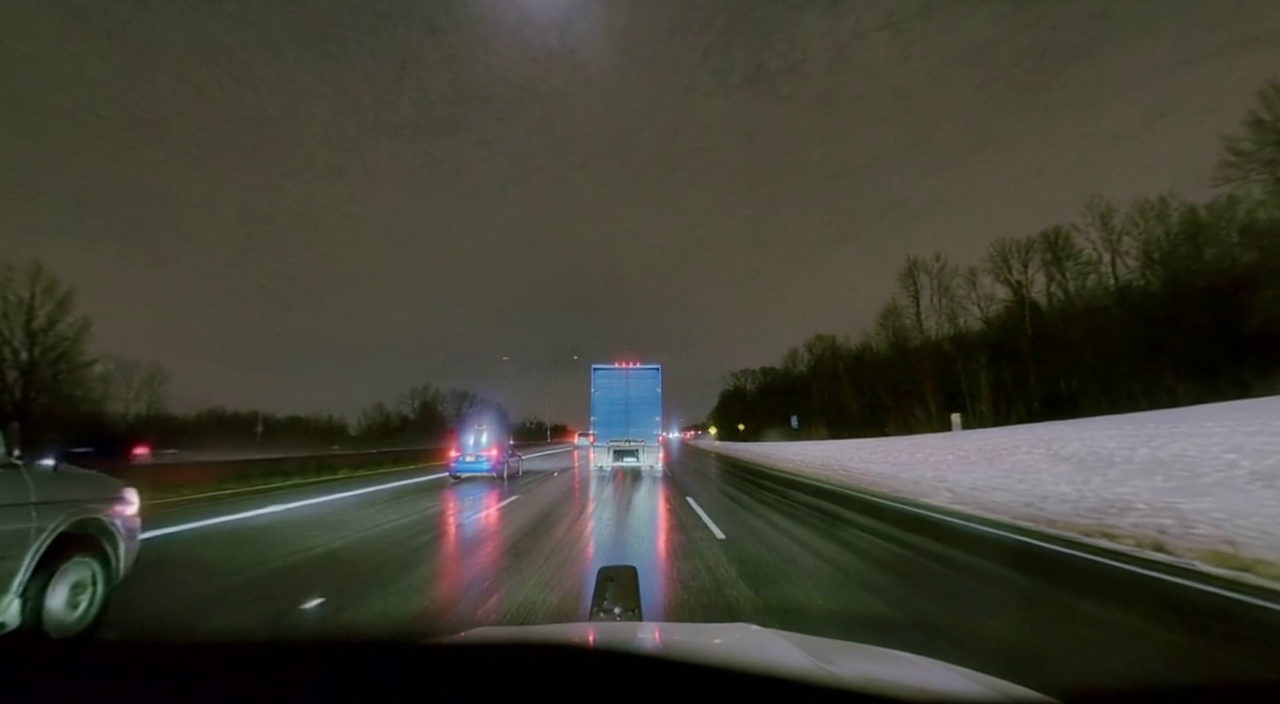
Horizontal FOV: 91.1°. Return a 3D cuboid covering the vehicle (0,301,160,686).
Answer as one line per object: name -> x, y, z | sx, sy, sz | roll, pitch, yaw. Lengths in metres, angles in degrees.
vehicle -> -4.382, 0.534, 1.768 | 2.168, 1.985, 4.952 | 0, -8, -1

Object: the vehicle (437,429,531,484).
vehicle -> -4.845, 3.298, 20.248 | 1.931, 1.539, 4.441 | 0, -8, -1

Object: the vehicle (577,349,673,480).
vehicle -> -0.508, 2.588, 24.520 | 2.953, 4.041, 10.072 | 0, -8, -1
